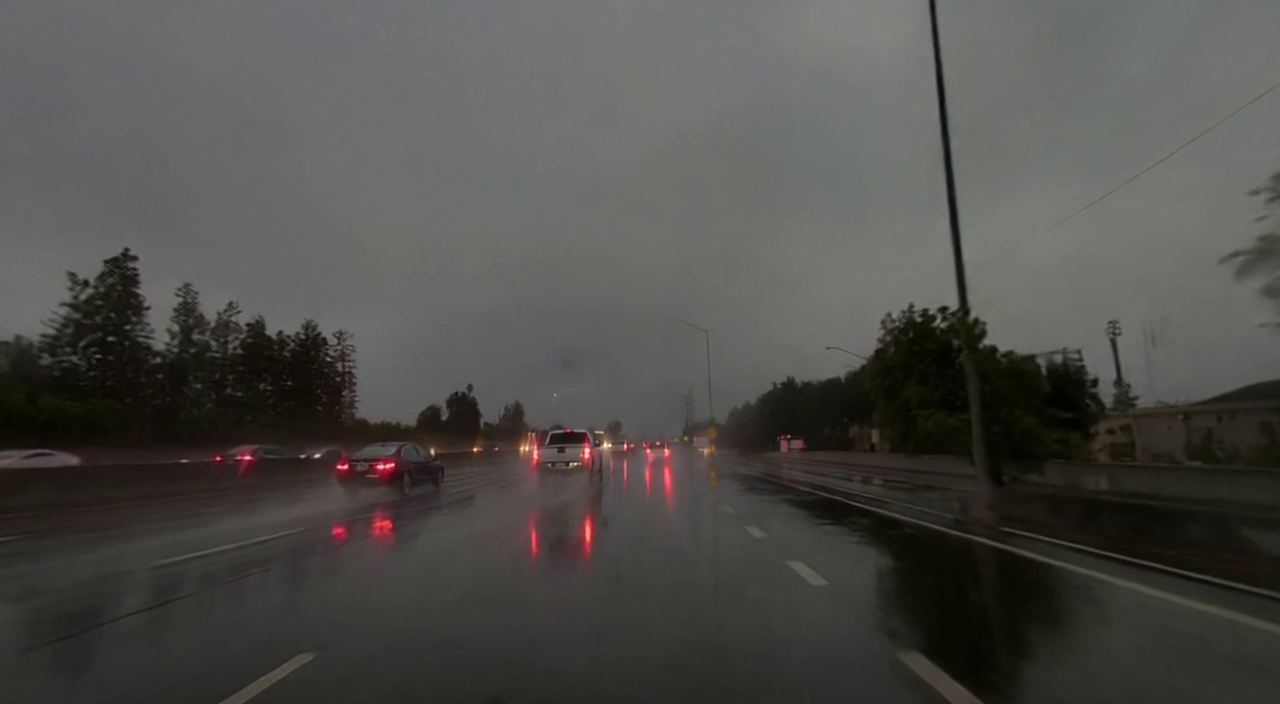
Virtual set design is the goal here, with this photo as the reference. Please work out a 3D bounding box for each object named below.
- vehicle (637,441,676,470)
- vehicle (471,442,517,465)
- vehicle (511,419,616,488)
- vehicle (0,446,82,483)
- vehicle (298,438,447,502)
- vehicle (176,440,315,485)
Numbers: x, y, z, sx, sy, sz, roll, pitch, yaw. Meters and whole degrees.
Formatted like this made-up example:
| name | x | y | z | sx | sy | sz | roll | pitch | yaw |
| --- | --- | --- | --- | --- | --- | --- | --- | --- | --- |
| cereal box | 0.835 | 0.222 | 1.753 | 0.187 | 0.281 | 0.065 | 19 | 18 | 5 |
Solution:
| name | x | y | z | sx | sy | sz | roll | pitch | yaw |
| --- | --- | --- | --- | --- | --- | --- | --- | --- | --- |
| vehicle | 0.861 | 5.582 | 34.148 | 2.013 | 1.444 | 4.447 | 0 | -8 | 1 |
| vehicle | -9.847 | 6.862 | 42.745 | 1.915 | 1.472 | 4.502 | 0 | -8 | 2 |
| vehicle | -2.481 | 3.610 | 22.626 | 2.815 | 2.092 | 6.526 | 0 | -8 | 1 |
| vehicle | -28.152 | 4.978 | 27.930 | 1.805 | 1.574 | 5.082 | 0 | -8 | 2 |
| vehicle | -6.974 | 3.090 | 16.993 | 1.964 | 1.481 | 4.425 | 0 | -8 | 2 |
| vehicle | -14.278 | 4.006 | 23.150 | 1.938 | 1.475 | 4.760 | 0 | -8 | 2 |
